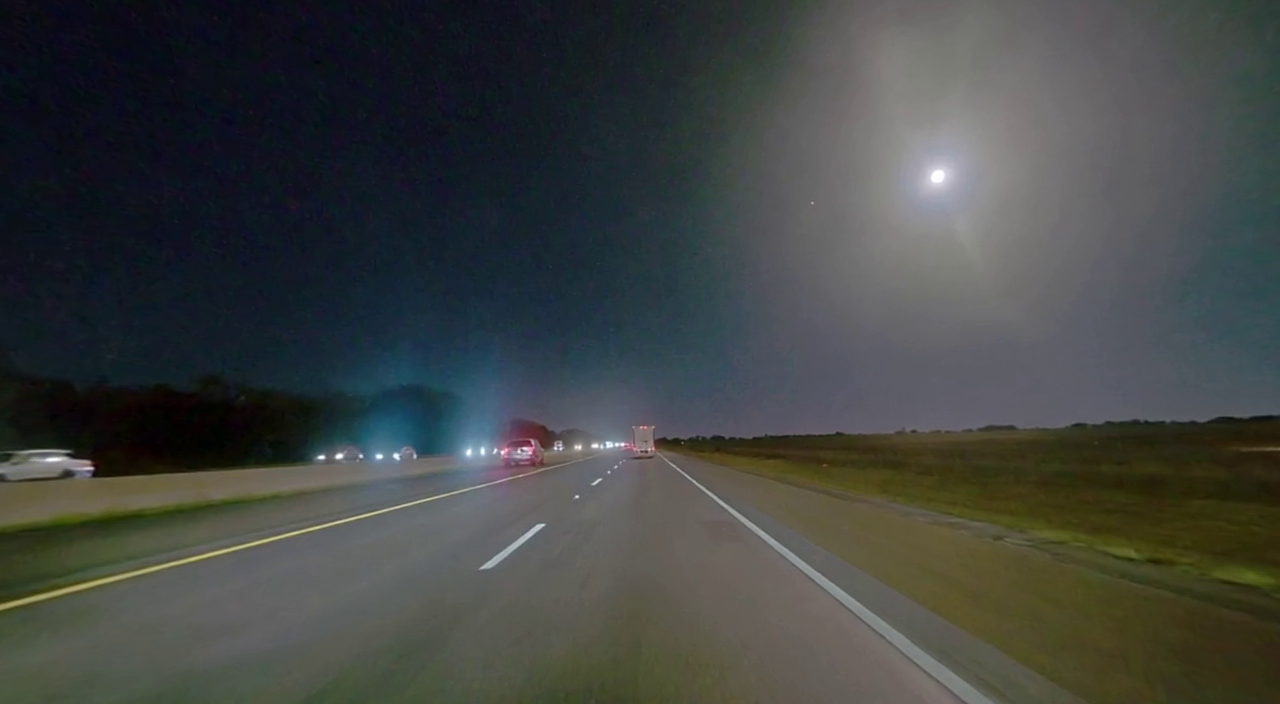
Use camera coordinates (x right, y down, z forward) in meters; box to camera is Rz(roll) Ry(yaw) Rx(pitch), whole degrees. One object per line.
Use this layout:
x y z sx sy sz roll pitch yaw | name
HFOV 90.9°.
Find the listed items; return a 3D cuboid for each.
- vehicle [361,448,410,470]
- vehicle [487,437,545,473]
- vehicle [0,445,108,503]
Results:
-19.578 8.205 48.684 1.872 1.585 4.416 0 -8 1 | vehicle
-6.953 5.838 35.926 2.193 1.866 4.807 0 -8 2 | vehicle
-20.568 3.916 20.534 2.106 1.734 4.955 0 -8 0 | vehicle
